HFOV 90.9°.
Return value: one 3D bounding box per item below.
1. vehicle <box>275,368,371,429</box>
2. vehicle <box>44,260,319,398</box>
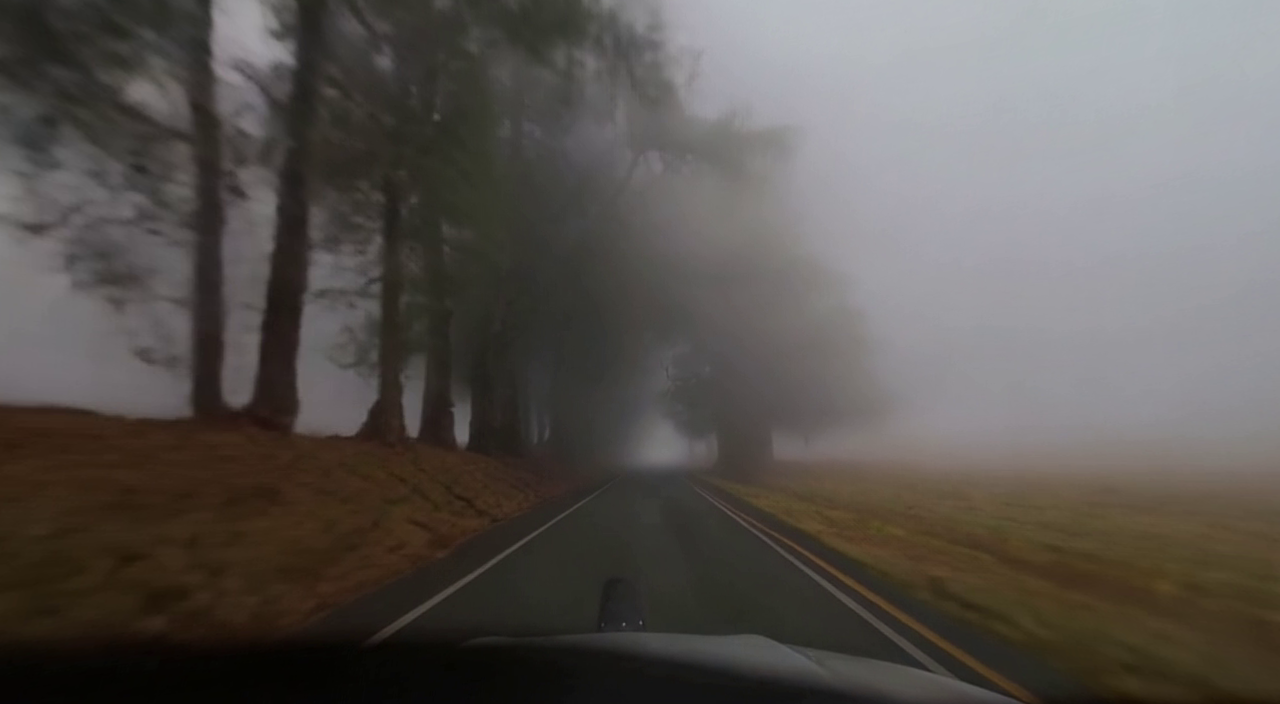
[{"bbox_3d":[-24.311,3.532,49.059,3.022,4.324,8.607,0,-3,0],"label":"vehicle"},{"bbox_3d":[-25.687,-0.564,37.838,3.314,4.163,16.558,0,-13,3],"label":"vehicle"}]
